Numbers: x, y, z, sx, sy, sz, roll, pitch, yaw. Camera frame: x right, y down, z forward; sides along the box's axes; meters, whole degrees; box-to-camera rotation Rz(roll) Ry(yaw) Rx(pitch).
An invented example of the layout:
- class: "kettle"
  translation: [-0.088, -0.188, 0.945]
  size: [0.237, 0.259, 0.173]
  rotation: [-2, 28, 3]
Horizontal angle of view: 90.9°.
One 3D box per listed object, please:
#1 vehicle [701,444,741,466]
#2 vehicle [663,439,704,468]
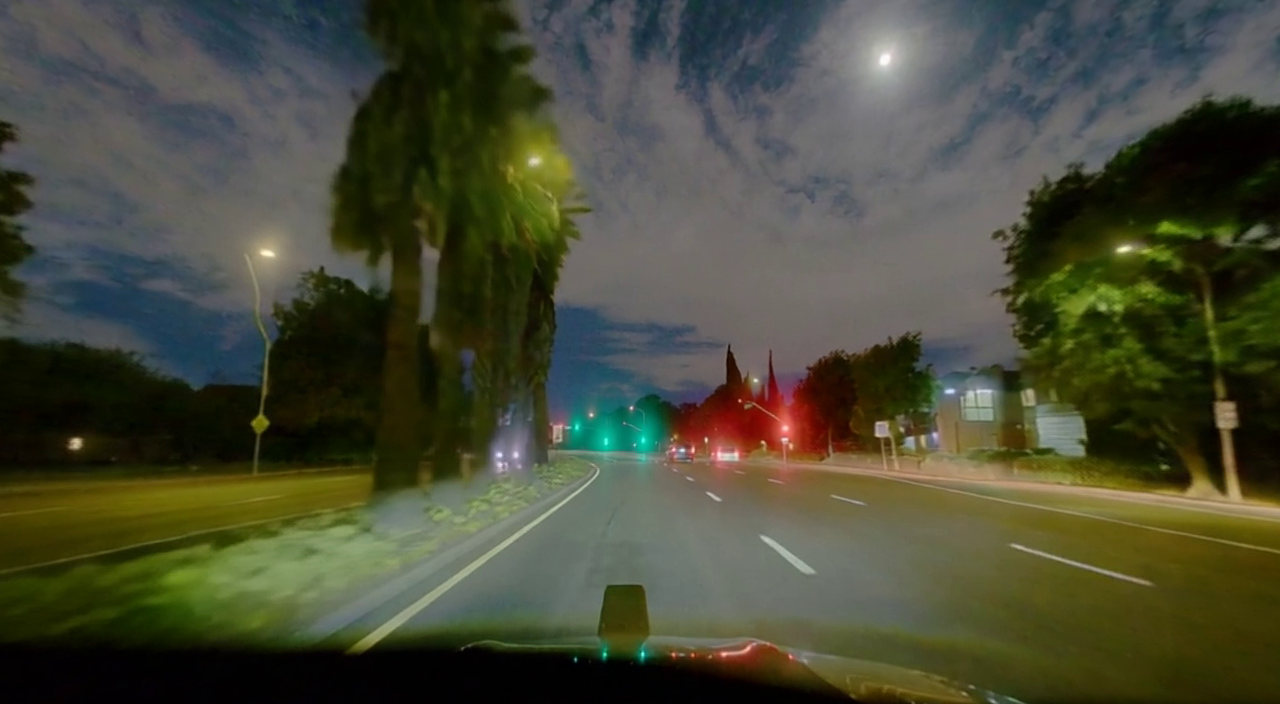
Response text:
- class: "vehicle"
  translation: [5.938, 7.625, 46.665]
  size: [1.969, 1.522, 4.609]
  rotation: [1, -8, -5]
- class: "vehicle"
  translation: [2.813, 6.730, 42.028]
  size: [2.046, 1.818, 4.603]
  rotation: [1, -8, -5]
